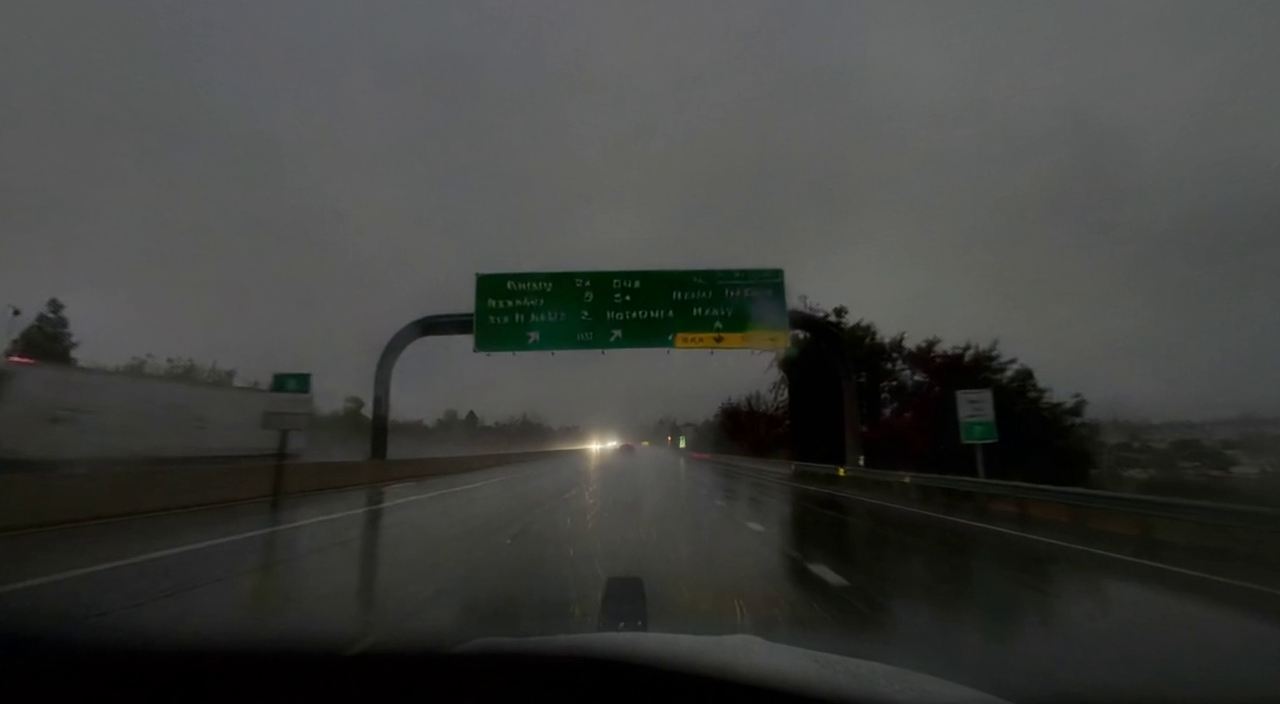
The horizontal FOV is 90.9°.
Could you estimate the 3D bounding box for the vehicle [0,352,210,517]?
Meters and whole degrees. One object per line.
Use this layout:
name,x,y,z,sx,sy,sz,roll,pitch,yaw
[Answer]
vehicle,-17.185,2.384,17.756,3.044,3.972,10.003,0,-9,-1

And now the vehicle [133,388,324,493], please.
vehicle,-17.274,3.872,27.398,2.824,3.867,7.952,0,-9,0
